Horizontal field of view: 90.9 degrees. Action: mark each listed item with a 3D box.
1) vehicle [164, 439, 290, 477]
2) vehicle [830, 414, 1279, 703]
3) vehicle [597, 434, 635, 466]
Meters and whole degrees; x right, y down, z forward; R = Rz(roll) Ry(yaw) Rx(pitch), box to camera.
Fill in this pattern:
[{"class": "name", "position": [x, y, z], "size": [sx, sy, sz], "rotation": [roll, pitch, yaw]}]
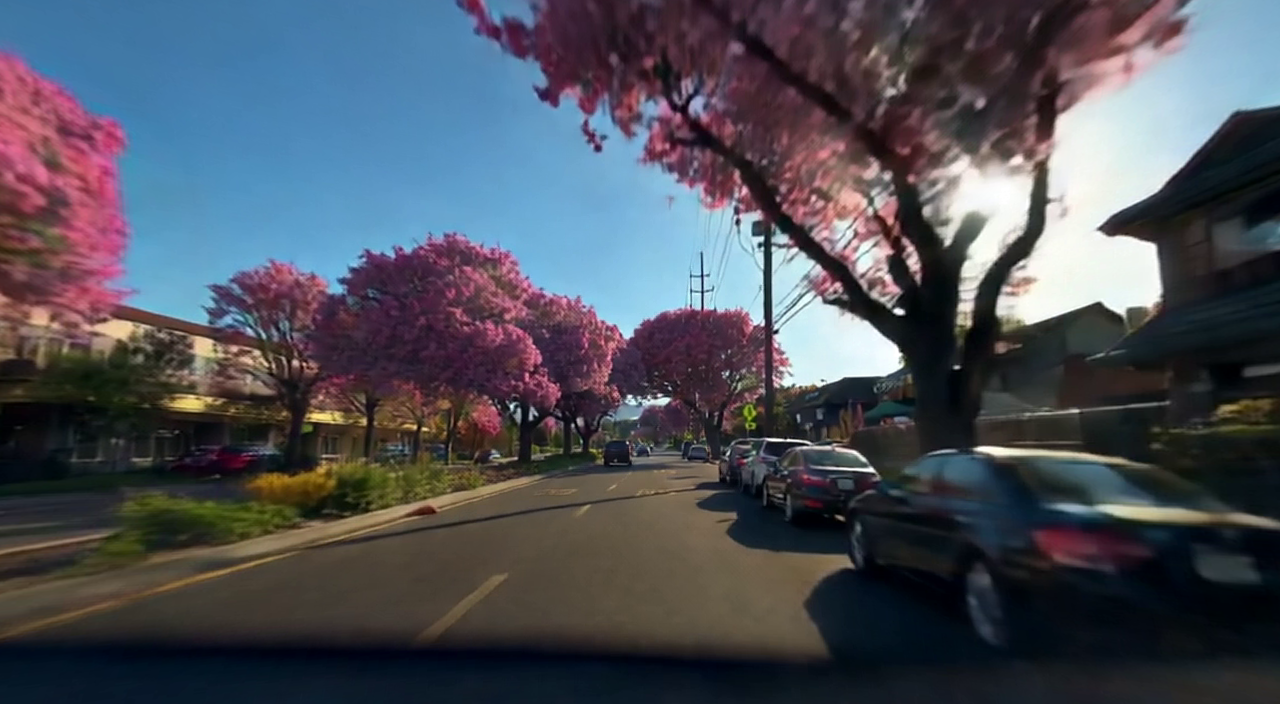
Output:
[{"class": "vehicle", "position": [-22.132, 5.694, 34.046], "size": [5.252, 1.925, 2.061], "rotation": [3, -9, -19]}, {"class": "vehicle", "position": [3.145, 1.354, 4.925], "size": [1.985, 1.500, 4.654], "rotation": [0, -8, 2]}, {"class": "vehicle", "position": [-1.520, 6.514, 42.080], "size": [2.202, 1.961, 4.980], "rotation": [0, -8, 2]}]
